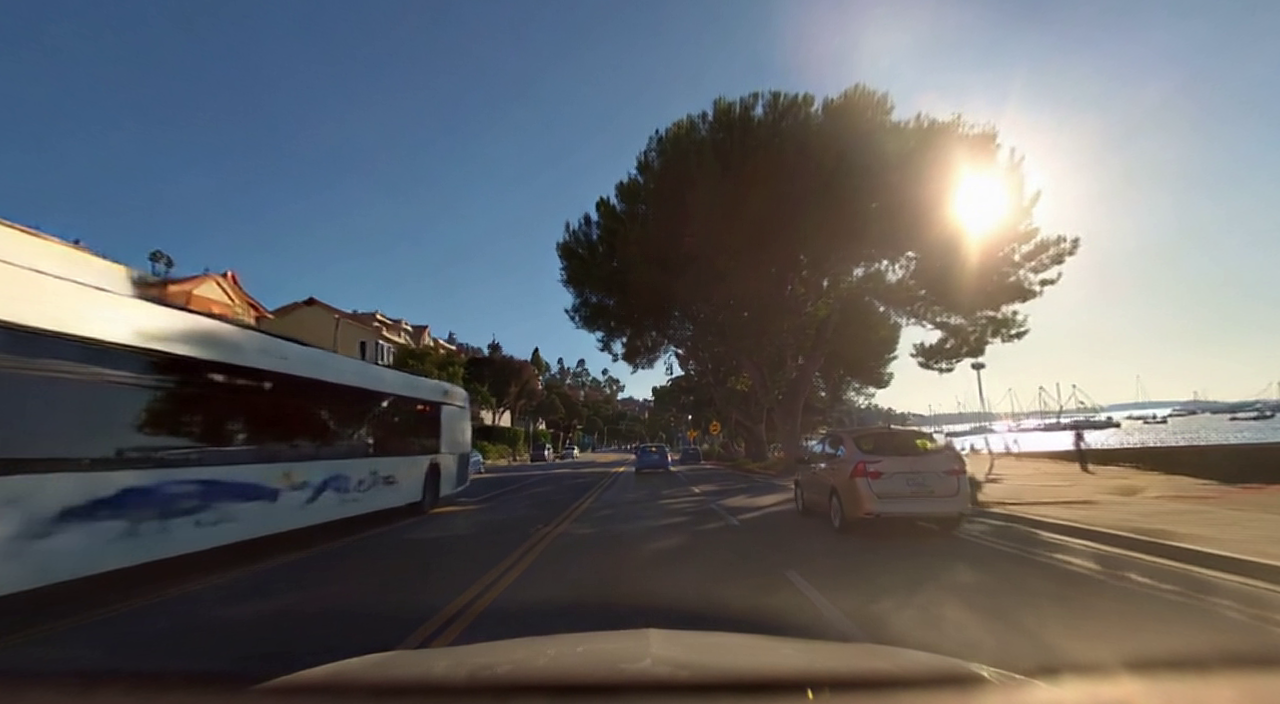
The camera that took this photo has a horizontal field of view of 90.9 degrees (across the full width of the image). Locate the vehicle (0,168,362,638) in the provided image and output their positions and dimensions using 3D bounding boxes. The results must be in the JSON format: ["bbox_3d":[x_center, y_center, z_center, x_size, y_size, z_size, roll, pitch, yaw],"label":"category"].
[{"bbox_3d":[-6.372,0.507,5.579,3.102,3.524,9.830,0,-8,1],"label":"vehicle"}]

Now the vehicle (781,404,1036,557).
[{"bbox_3d":[3.694,1.861,9.771,2.000,1.809,4.405,0,-8,0],"label":"vehicle"}]

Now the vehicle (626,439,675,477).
[{"bbox_3d":[0.469,4.908,29.522,2.132,1.632,3.838,0,-8,0],"label":"vehicle"}]
